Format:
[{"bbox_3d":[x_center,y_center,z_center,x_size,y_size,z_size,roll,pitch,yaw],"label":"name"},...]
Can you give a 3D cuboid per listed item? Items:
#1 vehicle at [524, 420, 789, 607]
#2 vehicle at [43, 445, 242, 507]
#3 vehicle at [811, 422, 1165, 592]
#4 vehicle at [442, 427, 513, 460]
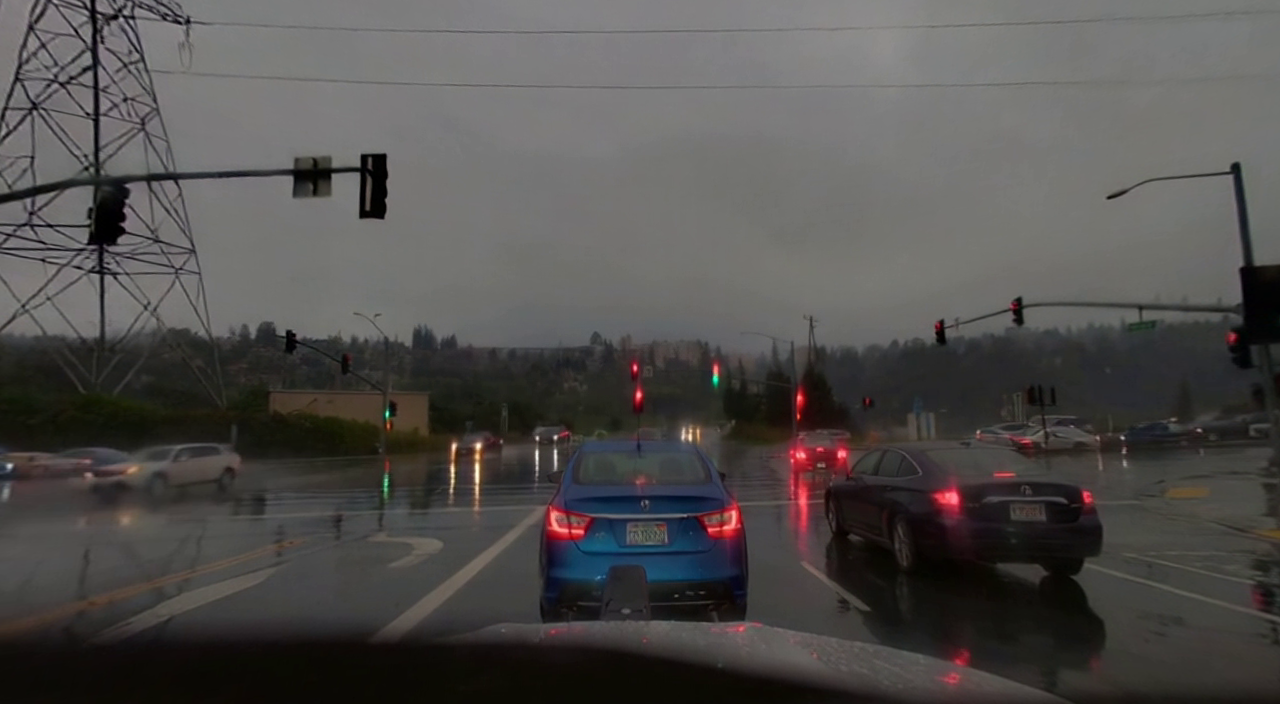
[{"bbox_3d":[0.117,1.594,7.123,2.117,1.474,4.036,0,-8,0],"label":"vehicle"},{"bbox_3d":[-13.633,3.374,17.715,1.907,1.487,4.392,0,-8,1],"label":"vehicle"},{"bbox_3d":[3.658,1.681,7.717,1.835,1.473,4.190,0,-8,-2],"label":"vehicle"},{"bbox_3d":[-9.354,5.362,36.875,2.269,1.716,5.700,-1,-8,4],"label":"vehicle"}]
